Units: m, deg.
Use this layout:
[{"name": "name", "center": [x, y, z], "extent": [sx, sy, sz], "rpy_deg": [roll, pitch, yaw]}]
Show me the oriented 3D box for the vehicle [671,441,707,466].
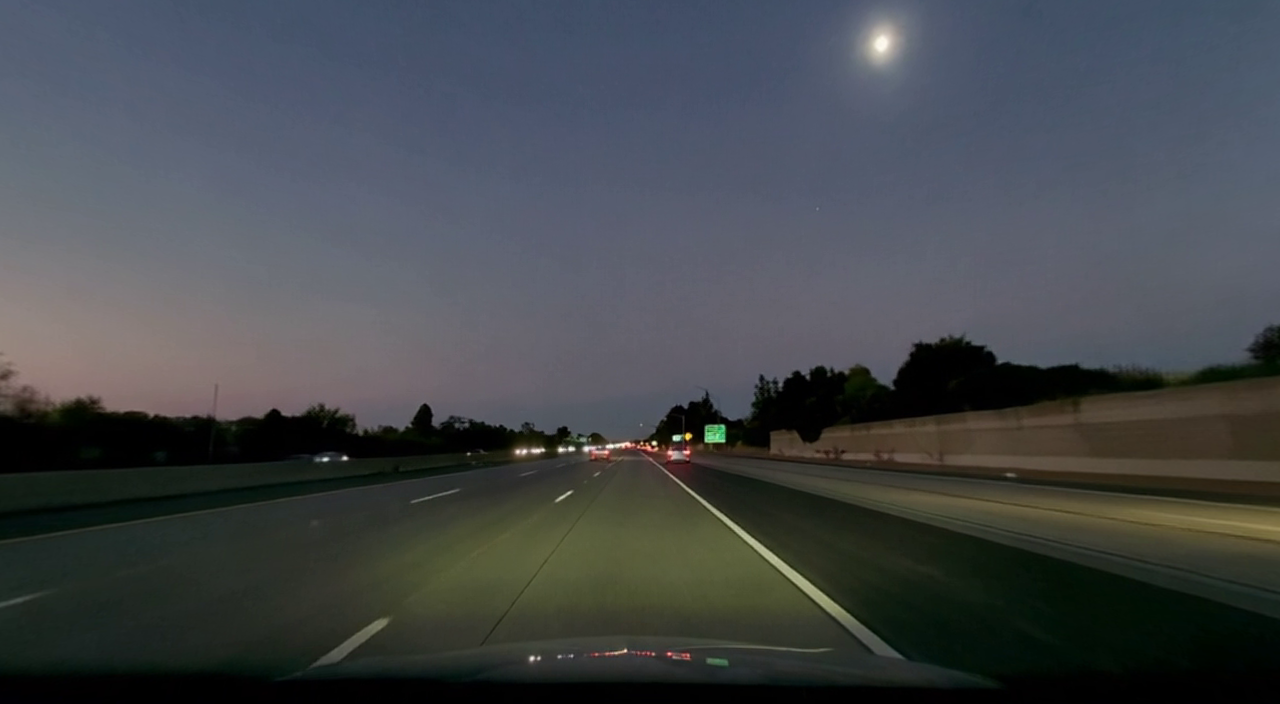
[{"name": "vehicle", "center": [3.391, 7.210, 44.874], "extent": [2.130, 1.677, 4.317], "rpy_deg": [0, -9, -1]}]
